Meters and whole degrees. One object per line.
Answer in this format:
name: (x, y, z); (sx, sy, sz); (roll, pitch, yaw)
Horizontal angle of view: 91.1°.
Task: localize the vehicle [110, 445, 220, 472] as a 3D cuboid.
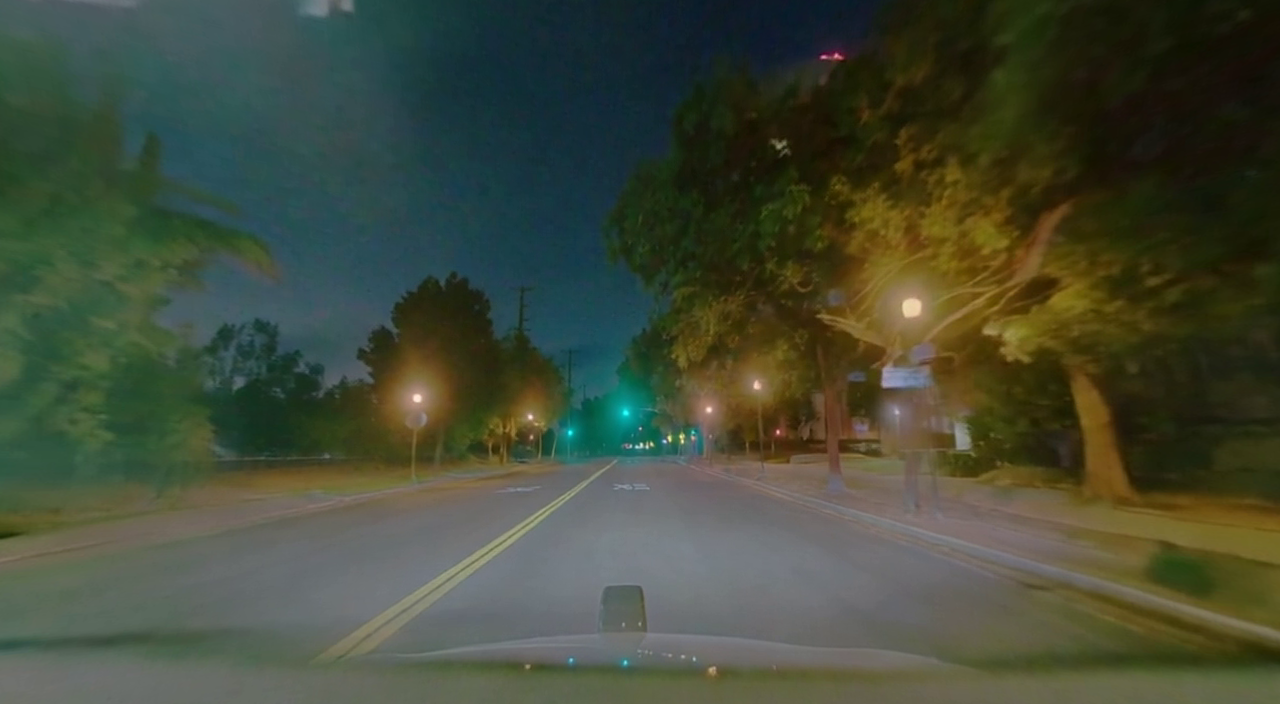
vehicle: (-26.666, 6.004, 35.347); (4.577, 1.417, 2.014); (-1, -9, 2)
